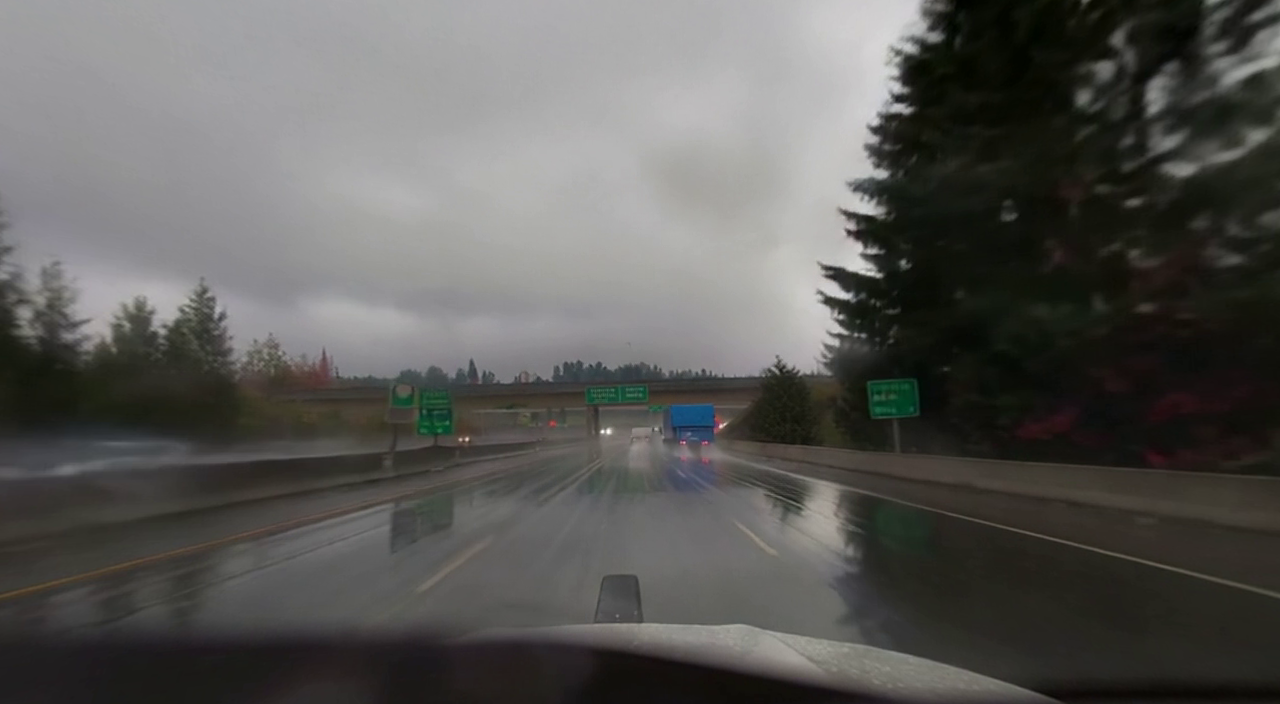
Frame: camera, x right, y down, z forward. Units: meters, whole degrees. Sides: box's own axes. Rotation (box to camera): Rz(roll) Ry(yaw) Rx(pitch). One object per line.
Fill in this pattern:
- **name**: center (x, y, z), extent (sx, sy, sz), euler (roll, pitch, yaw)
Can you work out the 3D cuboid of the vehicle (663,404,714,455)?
- **vehicle**: center (3.591, 6.140, 49.620), extent (2.981, 3.512, 11.154), euler (0, -8, -1)
